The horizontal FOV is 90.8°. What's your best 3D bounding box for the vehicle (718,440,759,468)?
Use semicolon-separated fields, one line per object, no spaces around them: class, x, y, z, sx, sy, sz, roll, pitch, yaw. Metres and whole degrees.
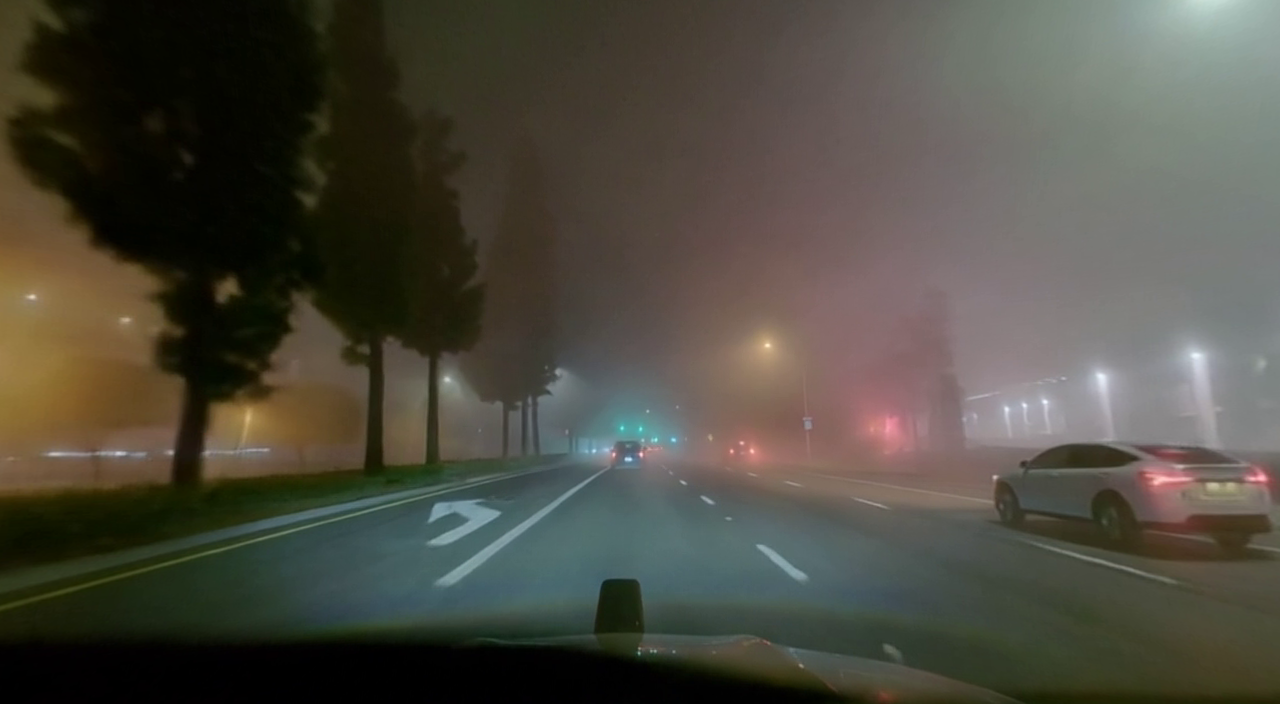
vehicle;6.771;7.058;43.843;2.026;1.804;4.565;0;-8;-1

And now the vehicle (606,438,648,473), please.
vehicle;-0.648;5.650;34.618;2.193;1.794;4.457;0;-8;0

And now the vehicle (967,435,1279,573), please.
vehicle;6.966;1.970;9.062;2.139;1.471;4.393;0;-8;0
